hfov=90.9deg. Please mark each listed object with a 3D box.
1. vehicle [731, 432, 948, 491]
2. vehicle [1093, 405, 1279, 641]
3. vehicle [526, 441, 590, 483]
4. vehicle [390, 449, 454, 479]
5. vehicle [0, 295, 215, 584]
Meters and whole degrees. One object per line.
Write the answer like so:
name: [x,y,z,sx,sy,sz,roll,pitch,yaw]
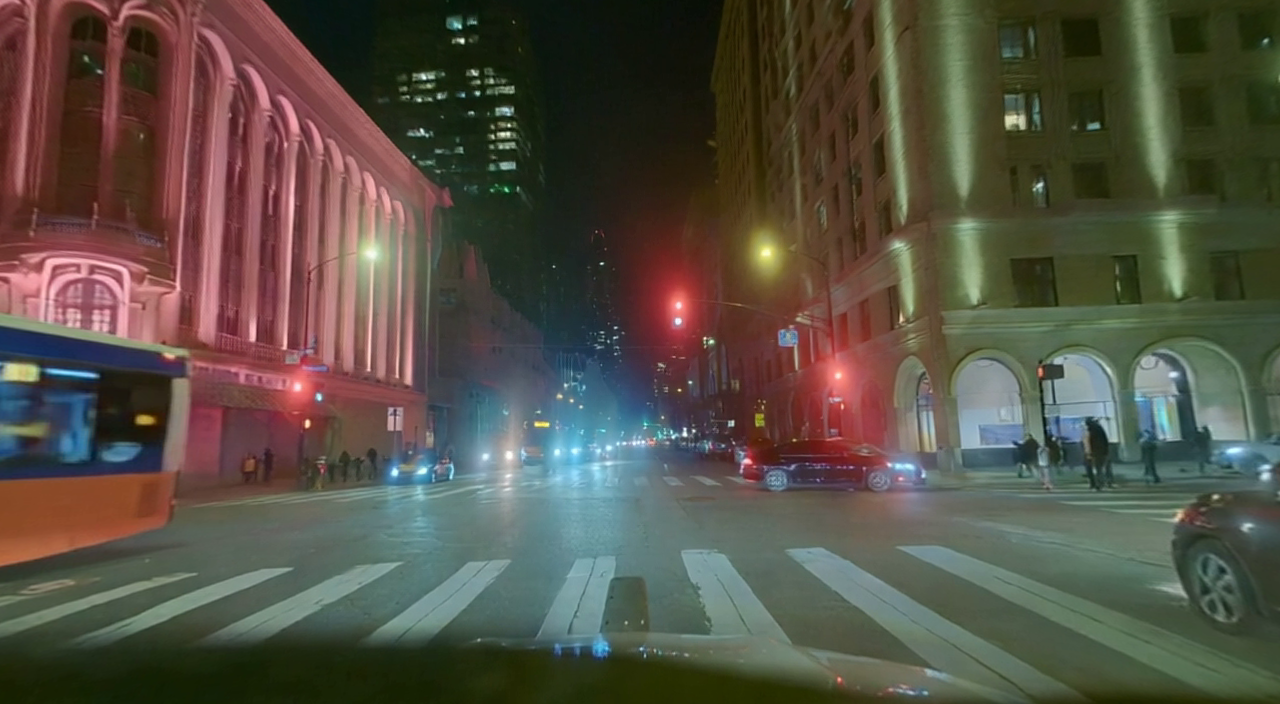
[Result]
vehicle: [5.392,3.016,17.598,5.388,1.465,2.050,-2,-9,15]
vehicle: [5.025,0.984,3.274,1.912,1.505,4.889,-1,-8,3]
vehicle: [-3.017,4.162,24.217,1.904,1.402,4.759,0,-8,-1]
vehicle: [-11.924,6.116,34.804,1.998,1.505,4.405,0,-8,0]
vehicle: [-9.026,0.928,6.733,2.763,3.411,8.508,0,-8,2]
